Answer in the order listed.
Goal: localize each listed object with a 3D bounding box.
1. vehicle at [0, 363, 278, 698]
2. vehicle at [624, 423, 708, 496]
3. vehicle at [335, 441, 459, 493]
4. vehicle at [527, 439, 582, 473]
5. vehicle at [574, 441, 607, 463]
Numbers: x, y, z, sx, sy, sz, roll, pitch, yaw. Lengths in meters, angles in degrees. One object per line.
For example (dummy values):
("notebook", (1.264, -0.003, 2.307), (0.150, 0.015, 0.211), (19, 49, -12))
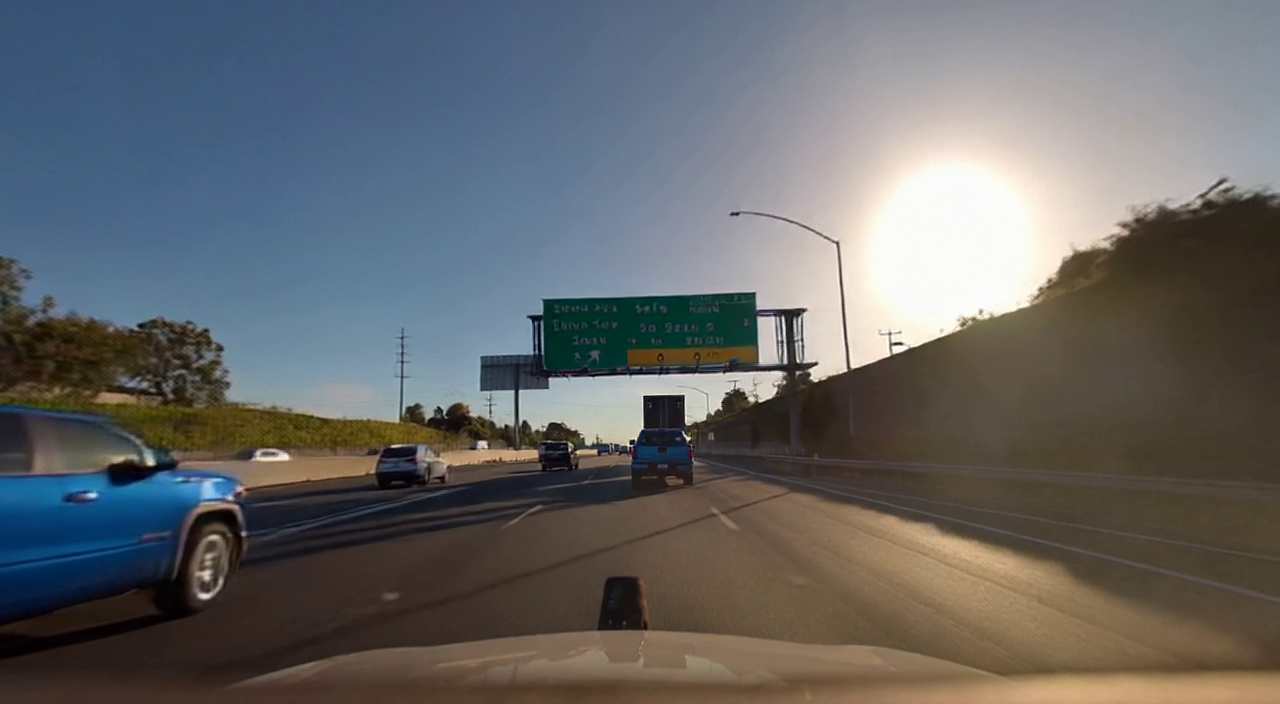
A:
("vehicle", (-4.441, 0.954, 3.327), (1.954, 1.792, 5.187), (0, -9, 0))
("vehicle", (0.610, 3.053, 18.211), (2.083, 1.792, 4.782), (0, -9, -1))
("vehicle", (-7.724, 3.687, 20.675), (2.081, 1.463, 4.749), (0, -8, 1))
("vehicle", (-4.200, 5.197, 31.716), (1.961, 1.591, 4.756), (0, -8, 2))
("vehicle", (-3.646, 7.551, 47.604), (2.061, 1.584, 4.290), (0, -8, 1))
